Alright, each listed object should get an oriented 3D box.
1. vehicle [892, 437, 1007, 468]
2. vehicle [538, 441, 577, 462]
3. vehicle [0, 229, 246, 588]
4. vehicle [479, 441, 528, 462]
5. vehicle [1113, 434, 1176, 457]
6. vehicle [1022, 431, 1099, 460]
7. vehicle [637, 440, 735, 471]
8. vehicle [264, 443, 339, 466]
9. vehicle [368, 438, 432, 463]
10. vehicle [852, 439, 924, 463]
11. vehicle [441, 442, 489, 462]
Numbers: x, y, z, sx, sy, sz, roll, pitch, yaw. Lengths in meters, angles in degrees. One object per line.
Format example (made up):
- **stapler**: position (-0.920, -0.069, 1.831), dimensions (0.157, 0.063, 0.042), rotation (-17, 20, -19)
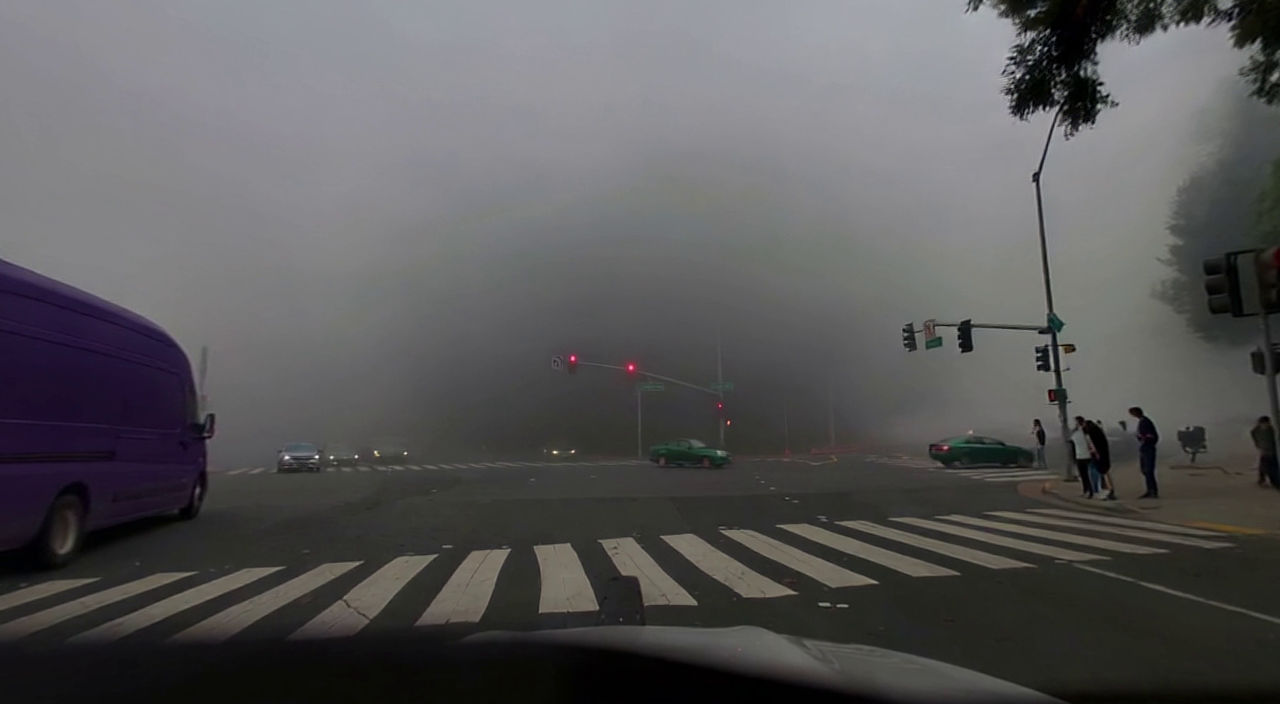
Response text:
- **vehicle**: position (15.661, 5.094, 32.080), dimensions (4.911, 1.504, 2.109), rotation (2, -9, -11)
- **vehicle**: position (-6.249, 7.581, 48.238), dimensions (2.086, 1.487, 4.846), rotation (-1, -9, 3)
- **vehicle**: position (-8.131, 0.843, 8.230), dimensions (3.112, 3.230, 6.726), rotation (2, -8, -15)
- **vehicle**: position (-10.144, 7.466, 47.405), dimensions (2.097, 1.484, 4.596), rotation (-1, -9, 8)
- **vehicle**: position (38.656, 7.152, 48.391), dimensions (4.122, 1.682, 1.930), rotation (4, -9, -25)
- **vehicle**: position (28.313, 6.293, 42.488), dimensions (4.662, 1.840, 2.055), rotation (4, -10, -26)
- **vehicle**: position (2.250, 5.150, 31.578), dimensions (4.487, 1.415, 1.911), rotation (-6, -10, 33)
- **vehicle**: position (-21.831, 6.637, 40.995), dimensions (1.859, 1.415, 4.591), rotation (-1, -9, 8)
- **vehicle**: position (-17.386, 7.155, 45.996), dimensions (2.189, 1.753, 4.785), rotation (-2, -9, 9)
- **vehicle**: position (17.162, 6.821, 43.701), dimensions (4.524, 1.560, 2.052), rotation (4, -10, -28)
- **vehicle**: position (-13.179, 7.587, 47.856), dimensions (1.845, 1.426, 4.289), rotation (-1, -9, 8)
